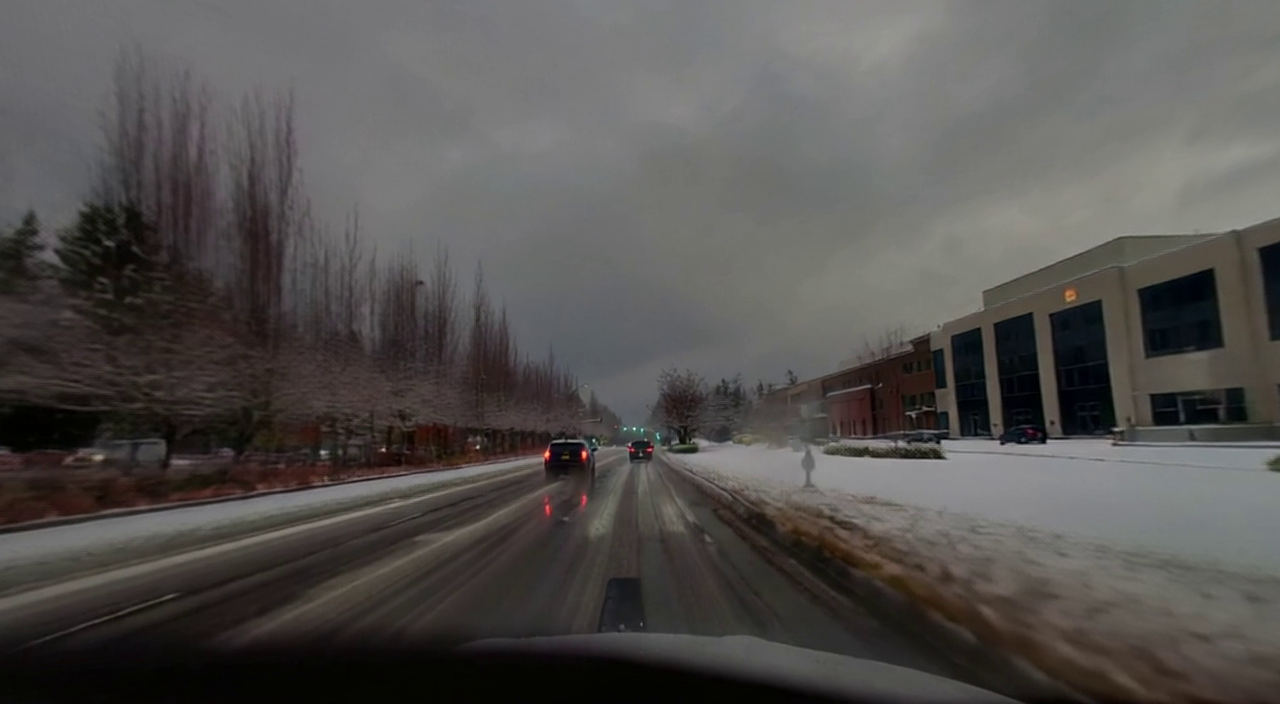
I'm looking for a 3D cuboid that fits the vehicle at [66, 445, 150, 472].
[{"bbox_3d":[-33.917,6.775,40.286,1.765,1.618,4.071,0,-8,1],"label":"vehicle"}]

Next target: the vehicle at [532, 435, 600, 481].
[{"bbox_3d":[-2.909,4.275,25.752,2.197,1.709,4.069,0,-8,1],"label":"vehicle"}]

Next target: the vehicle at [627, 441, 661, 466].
[{"bbox_3d":[0.240,6.371,39.658,2.040,1.493,3.682,0,-8,-1],"label":"vehicle"}]
